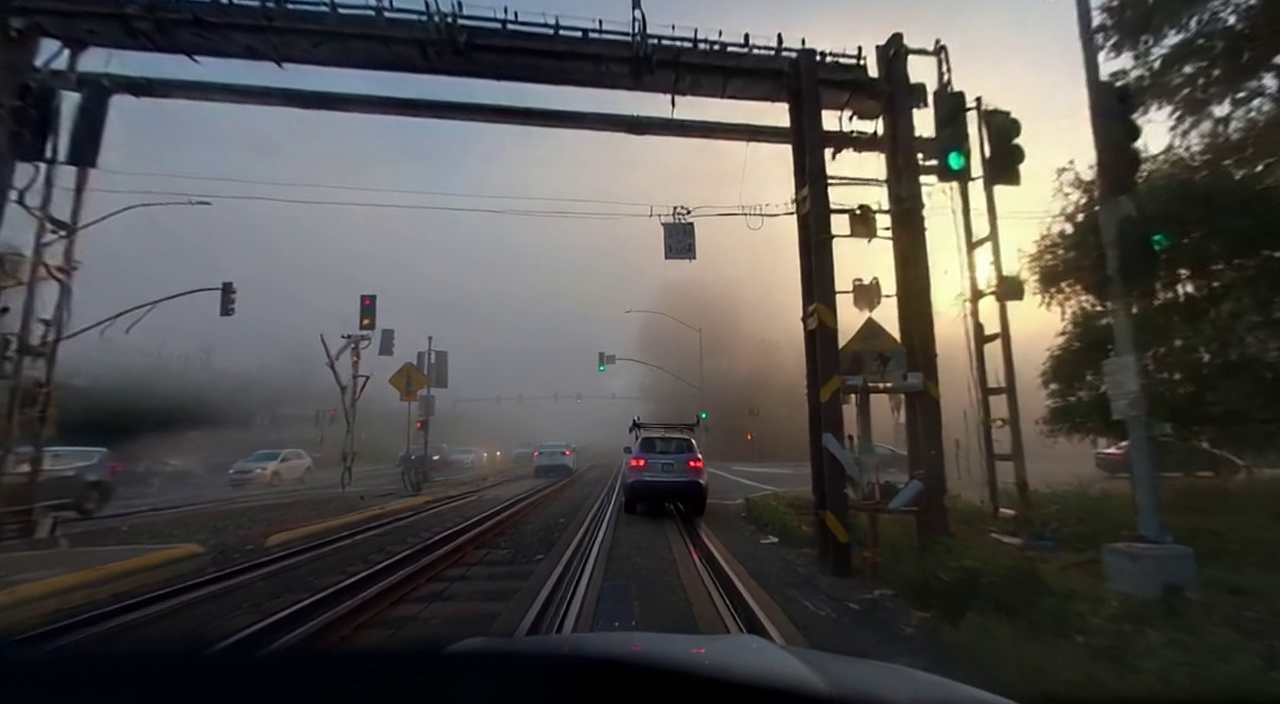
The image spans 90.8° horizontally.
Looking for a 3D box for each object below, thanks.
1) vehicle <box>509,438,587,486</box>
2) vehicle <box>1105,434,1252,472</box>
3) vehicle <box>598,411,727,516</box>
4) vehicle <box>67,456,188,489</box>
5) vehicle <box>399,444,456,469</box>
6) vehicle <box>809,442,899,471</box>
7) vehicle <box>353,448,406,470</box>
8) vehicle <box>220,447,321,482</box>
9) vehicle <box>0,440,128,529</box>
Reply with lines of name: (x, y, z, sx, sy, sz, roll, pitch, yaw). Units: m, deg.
vehicle: (-3.126, 3.865, 22.570, 2.004, 1.482, 4.799, 0, -9, 1)
vehicle: (29.092, 5.486, 34.250, 5.980, 1.933, 2.401, 1, -9, -5)
vehicle: (0.585, 2.472, 14.506, 2.404, 1.926, 5.251, 0, -9, 4)
vehicle: (-24.943, 5.818, 30.810, 4.688, 1.448, 2.028, -2, -9, 13)
vehicle: (-13.372, 6.608, 40.068, 2.027, 1.482, 4.711, 0, -9, -1)
vehicle: (11.764, 5.724, 34.699, 4.412, 1.494, 2.136, 5, -10, -27)
vehicle: (-17.346, 7.111, 42.258, 1.880, 1.377, 4.201, 1, -9, -1)
vehicle: (-17.125, 5.207, 29.605, 1.964, 1.465, 4.638, 0, -9, -1)
vehicle: (-12.610, 2.486, 12.003, 1.945, 1.590, 4.651, 1, -9, -2)
